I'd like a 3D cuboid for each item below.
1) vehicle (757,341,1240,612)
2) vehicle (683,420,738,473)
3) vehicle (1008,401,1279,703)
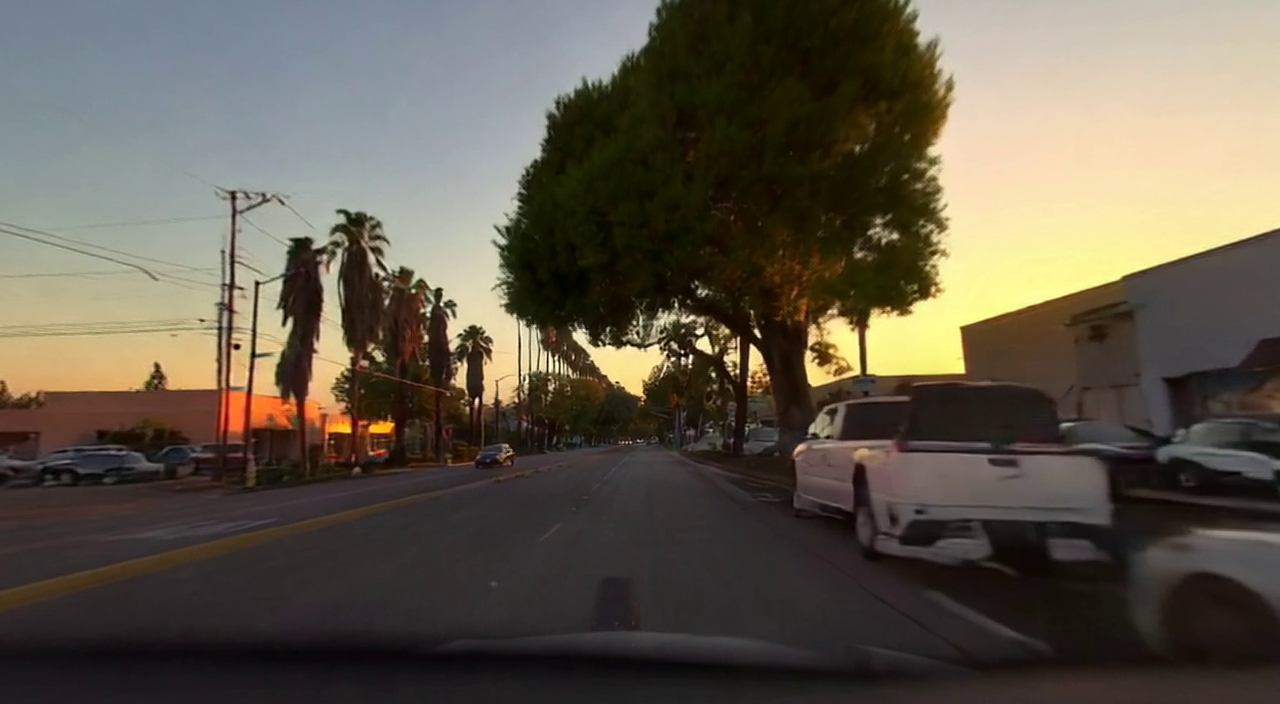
[{"bbox_3d":[3.390,1.432,8.149,2.557,2.128,6.242,0,-9,0],"label":"vehicle"},{"bbox_3d":[3.634,5.051,33.680,2.221,2.552,5.594,0,-9,-1],"label":"vehicle"},{"bbox_3d":[3.377,0.809,1.575,1.908,1.480,4.712,0,-9,-3],"label":"vehicle"}]
